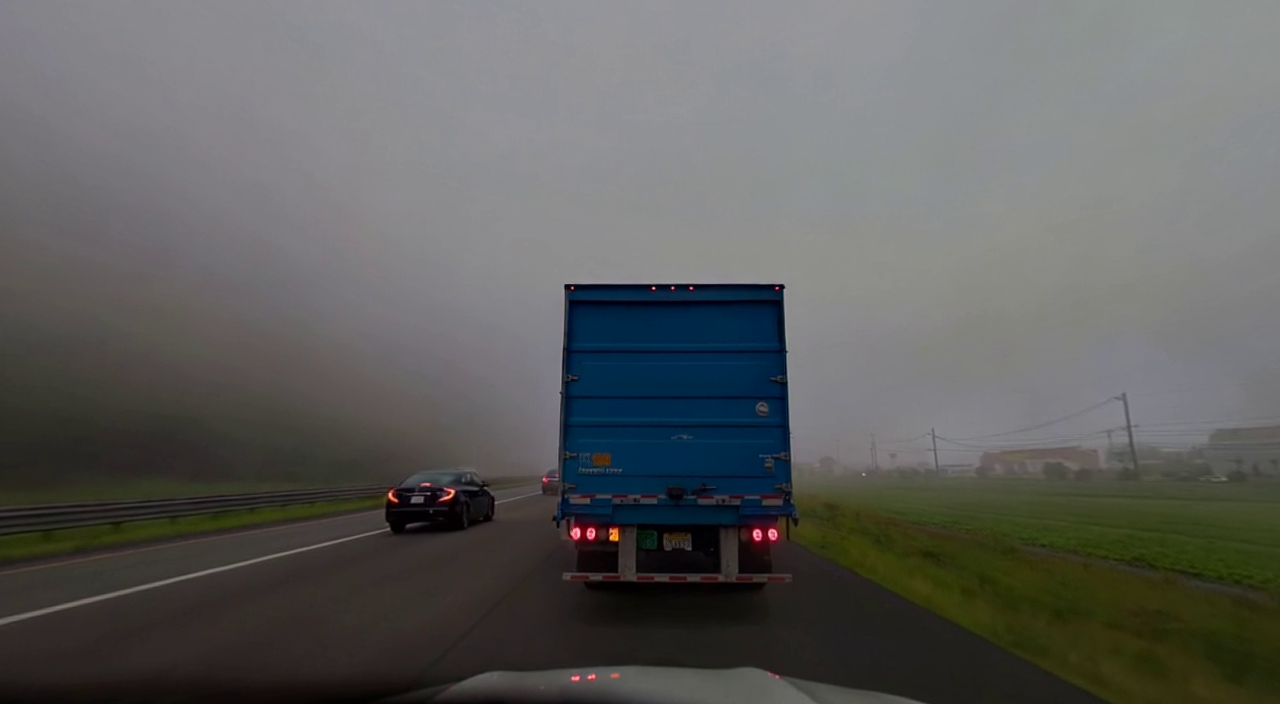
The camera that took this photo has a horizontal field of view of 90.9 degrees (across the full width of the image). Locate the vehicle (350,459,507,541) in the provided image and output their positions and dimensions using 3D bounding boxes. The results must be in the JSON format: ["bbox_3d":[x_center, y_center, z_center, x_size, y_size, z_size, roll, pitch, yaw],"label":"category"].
[{"bbox_3d":[-4.401,3.162,13.951,1.891,1.469,4.431,1,-11,0],"label":"vehicle"}]

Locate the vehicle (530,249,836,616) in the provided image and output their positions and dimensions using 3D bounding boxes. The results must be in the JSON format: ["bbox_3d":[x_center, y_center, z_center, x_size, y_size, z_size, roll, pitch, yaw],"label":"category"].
[{"bbox_3d":[0.616,1.482,10.443,2.831,3.529,8.689,0,-11,3],"label":"vehicle"}]
